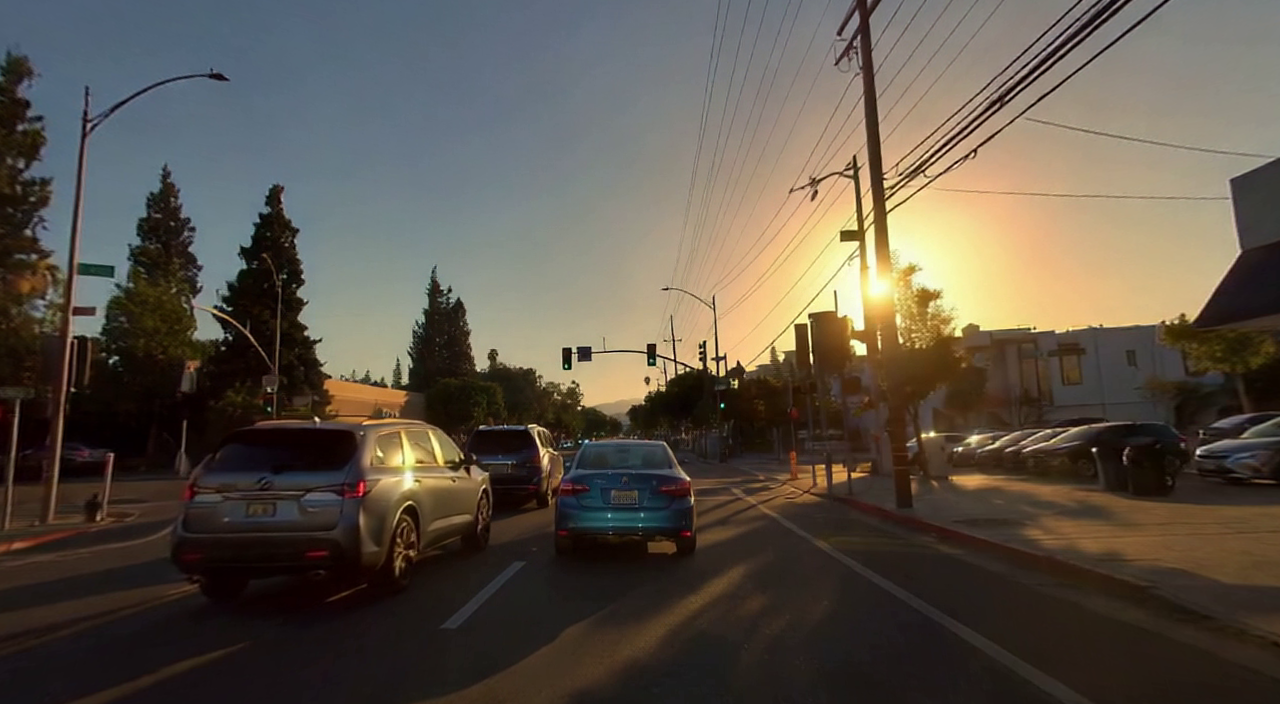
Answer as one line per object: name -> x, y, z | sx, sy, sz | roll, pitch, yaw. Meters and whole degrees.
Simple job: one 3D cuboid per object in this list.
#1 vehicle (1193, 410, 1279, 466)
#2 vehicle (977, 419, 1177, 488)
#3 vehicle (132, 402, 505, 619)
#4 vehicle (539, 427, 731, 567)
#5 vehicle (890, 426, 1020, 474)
vehicle -> 18.709, 2.558, 18.671 | 4.446, 1.511, 1.977 | 4, -10, -29
vehicle -> 10.528, 2.491, 15.690 | 1.888, 1.455, 4.268 | 0, -8, 0
vehicle -> -2.932, 1.523, 6.932 | 2.003, 1.681, 3.878 | 0, -8, 0
vehicle -> -0.147, 1.873, 8.980 | 2.070, 1.481, 4.216 | 0, -8, -3
vehicle -> 10.643, 3.351, 21.731 | 1.842, 1.471, 4.481 | 1, -8, -5
